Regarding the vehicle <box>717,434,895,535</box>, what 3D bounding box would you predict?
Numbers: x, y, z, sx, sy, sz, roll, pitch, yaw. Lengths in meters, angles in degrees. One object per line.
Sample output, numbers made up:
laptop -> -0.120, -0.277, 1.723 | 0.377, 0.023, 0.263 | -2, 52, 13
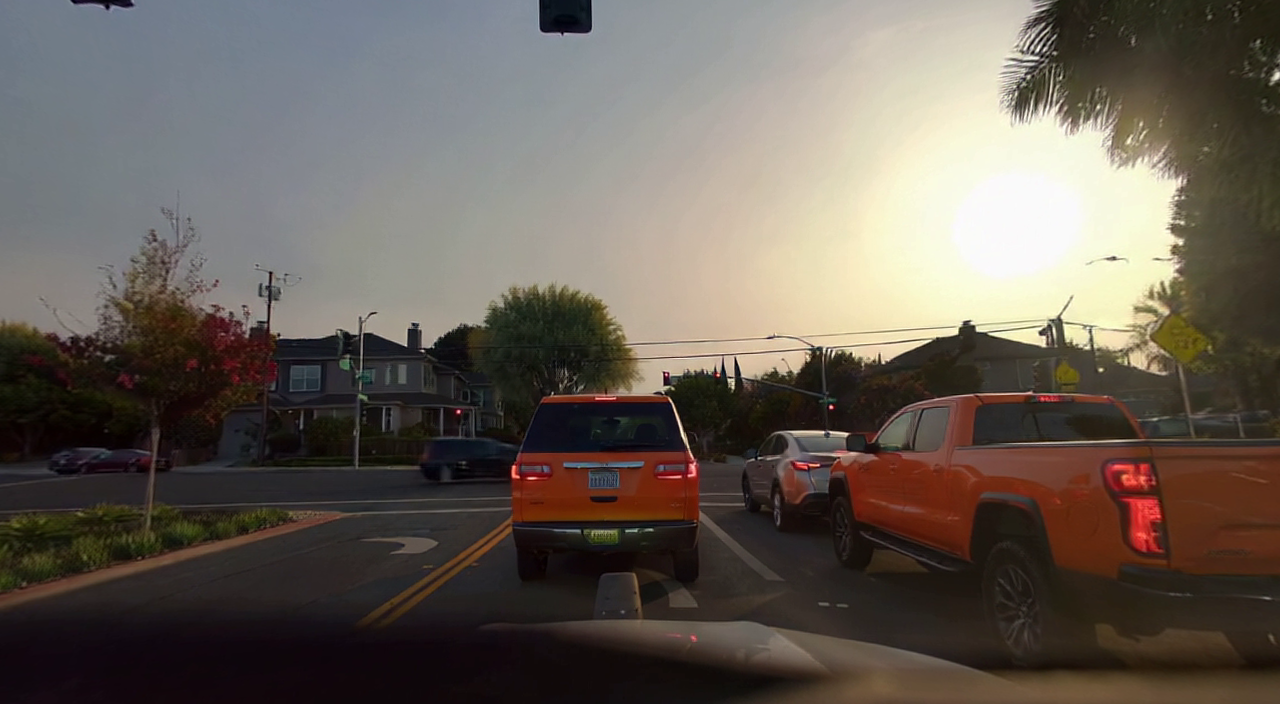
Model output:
vehicle -> 2.709, 2.270, 11.533 | 1.952, 1.465, 4.421 | 0, -8, -2

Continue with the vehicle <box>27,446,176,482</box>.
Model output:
vehicle -> -22.928, 4.778, 27.060 | 4.533, 1.350, 1.714 | 0, -8, -9

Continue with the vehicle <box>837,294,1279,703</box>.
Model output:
vehicle -> 2.980, 1.003, 3.789 | 1.886, 1.849, 5.070 | 0, -8, -1

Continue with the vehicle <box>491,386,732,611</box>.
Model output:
vehicle -> -0.257, 1.414, 6.825 | 1.915, 1.780, 3.379 | 0, -8, -1

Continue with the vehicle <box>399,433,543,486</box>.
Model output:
vehicle -> -5.815, 3.763, 22.314 | 4.635, 1.755, 1.882 | 1, -8, -8
